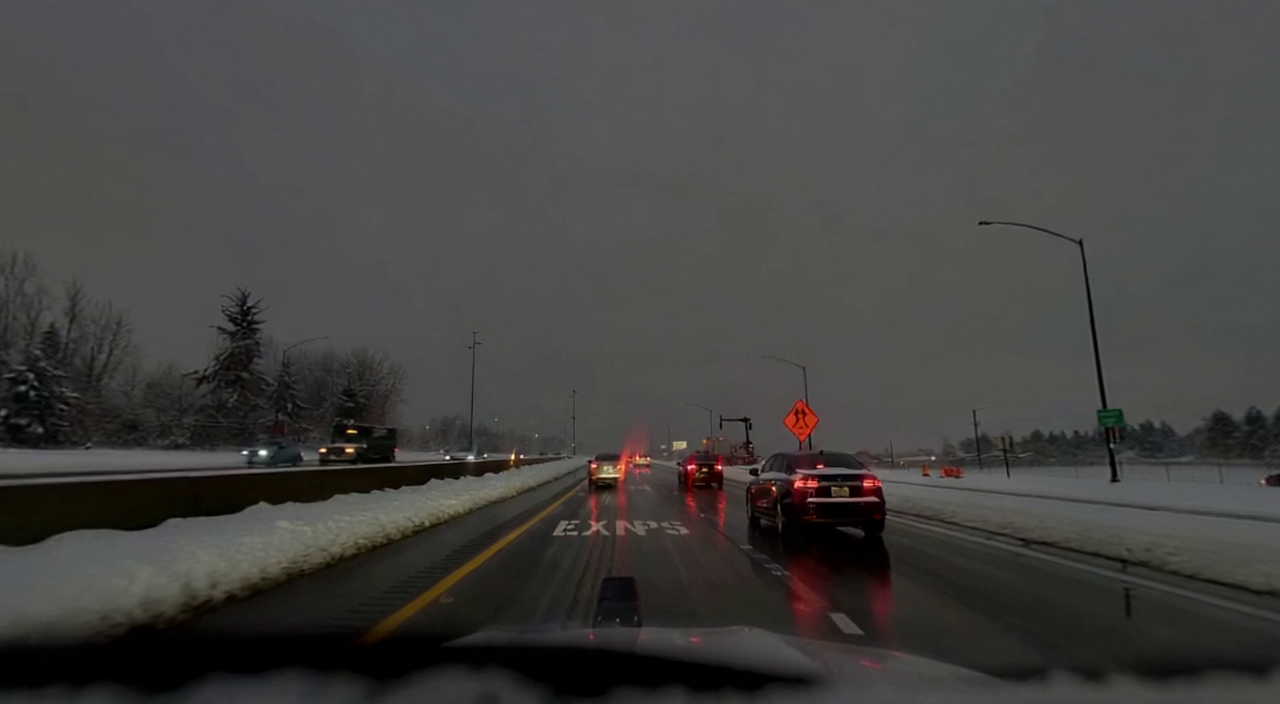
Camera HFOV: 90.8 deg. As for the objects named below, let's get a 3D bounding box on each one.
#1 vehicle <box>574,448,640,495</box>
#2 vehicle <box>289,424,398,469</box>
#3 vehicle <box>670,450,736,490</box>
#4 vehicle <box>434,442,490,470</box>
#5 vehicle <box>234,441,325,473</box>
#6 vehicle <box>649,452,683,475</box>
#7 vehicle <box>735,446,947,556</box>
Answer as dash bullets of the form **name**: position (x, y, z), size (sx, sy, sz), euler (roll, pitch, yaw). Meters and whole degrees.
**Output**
- **vehicle**: position (-1.100, 4.058, 21.843), size (2.069, 1.470, 4.004), euler (0, -9, -2)
- **vehicle**: position (-14.054, 4.586, 30.499), size (2.414, 1.943, 6.030), euler (0, -9, -1)
- **vehicle**: position (2.450, 4.720, 25.700), size (2.042, 1.460, 4.451), euler (0, -9, -3)
- **vehicle**: position (-10.634, 6.229, 38.106), size (1.997, 1.562, 4.754), euler (0, -9, -1)
- **vehicle**: position (-17.943, 5.256, 31.744), size (1.981, 1.464, 4.620), euler (0, -9, -2)
- **vehicle**: position (1.719, 7.574, 43.124), size (1.916, 1.487, 4.117), euler (0, -9, -3)
- **vehicle**: position (3.038, 2.338, 10.705), size (1.996, 1.455, 4.281), euler (0, -9, -3)
